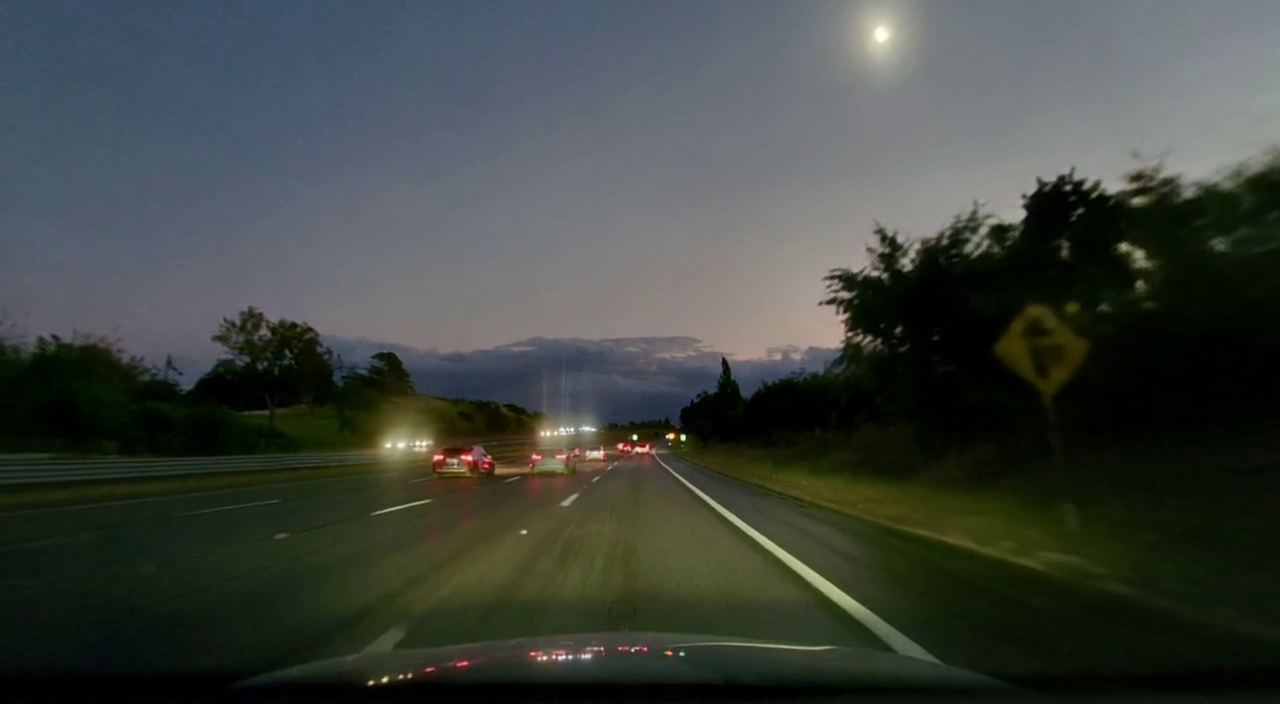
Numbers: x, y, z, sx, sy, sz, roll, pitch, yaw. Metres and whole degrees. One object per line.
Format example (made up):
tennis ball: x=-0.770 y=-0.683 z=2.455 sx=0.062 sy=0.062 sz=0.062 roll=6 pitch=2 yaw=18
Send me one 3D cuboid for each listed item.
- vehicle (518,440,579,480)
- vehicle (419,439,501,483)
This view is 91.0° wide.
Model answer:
vehicle: x=-4.107 y=4.935 z=29.020 sx=2.035 sy=1.673 sz=4.469 roll=0 pitch=-9 yaw=1
vehicle: x=-7.576 y=4.629 z=27.047 sx=2.108 sy=1.686 sz=4.556 roll=0 pitch=-9 yaw=1
